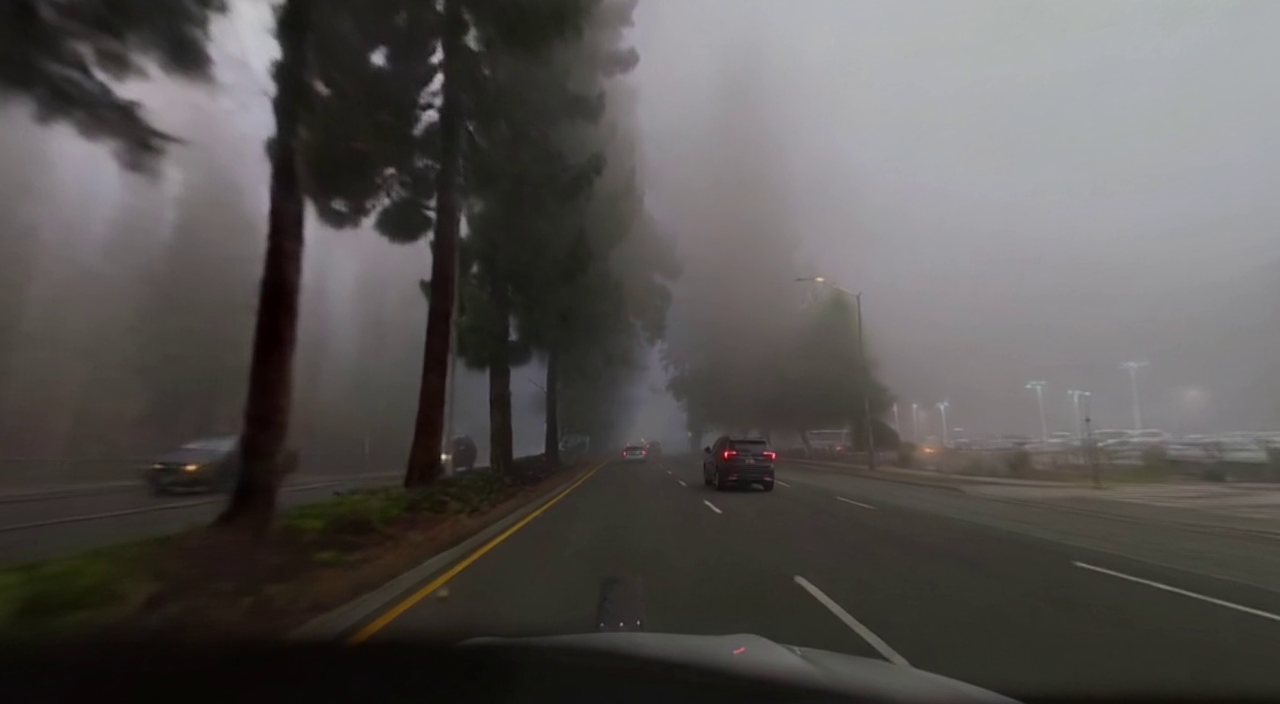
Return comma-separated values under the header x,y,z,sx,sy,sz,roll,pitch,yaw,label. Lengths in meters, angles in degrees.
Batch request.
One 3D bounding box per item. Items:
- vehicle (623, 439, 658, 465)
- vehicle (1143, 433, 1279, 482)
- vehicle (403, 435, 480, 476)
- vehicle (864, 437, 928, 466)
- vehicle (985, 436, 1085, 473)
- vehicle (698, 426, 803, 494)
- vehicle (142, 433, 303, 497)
x,y,z,sx,sy,sz,roll,pitch,yaw,label
0.000,6.358,40.431,2.145,1.572,4.021,0,-9,-1,vehicle
20.631,3.670,22.097,4.475,1.592,1.841,0,-9,-1,vehicle
-9.193,4.823,29.697,2.093,1.728,4.735,0,-9,0,vehicle
15.880,6.195,39.482,1.812,1.687,4.579,1,-9,-4,vehicle
19.248,4.990,31.034,1.936,1.659,4.365,0,-9,-3,vehicle
3.173,3.248,19.341,2.235,1.806,4.818,0,-9,-2,vehicle
-12.658,3.434,19.600,1.937,1.737,4.398,0,-9,0,vehicle
